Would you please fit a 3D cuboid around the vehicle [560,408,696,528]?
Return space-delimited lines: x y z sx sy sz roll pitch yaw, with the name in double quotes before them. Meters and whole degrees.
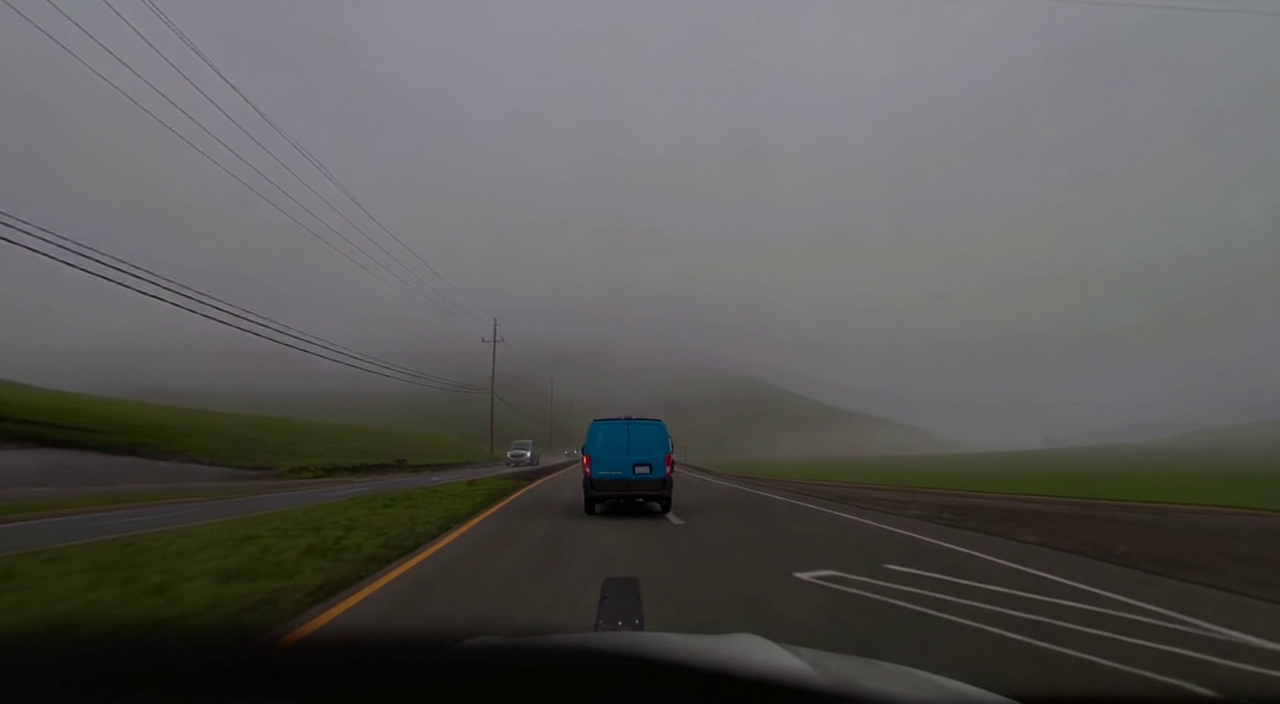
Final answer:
"vehicle" -0.309 2.460 13.709 2.454 2.144 4.535 0 -9 -2

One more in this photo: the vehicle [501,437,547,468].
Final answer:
"vehicle" -9.105 7.981 49.832 2.260 2.264 5.982 0 -9 2
